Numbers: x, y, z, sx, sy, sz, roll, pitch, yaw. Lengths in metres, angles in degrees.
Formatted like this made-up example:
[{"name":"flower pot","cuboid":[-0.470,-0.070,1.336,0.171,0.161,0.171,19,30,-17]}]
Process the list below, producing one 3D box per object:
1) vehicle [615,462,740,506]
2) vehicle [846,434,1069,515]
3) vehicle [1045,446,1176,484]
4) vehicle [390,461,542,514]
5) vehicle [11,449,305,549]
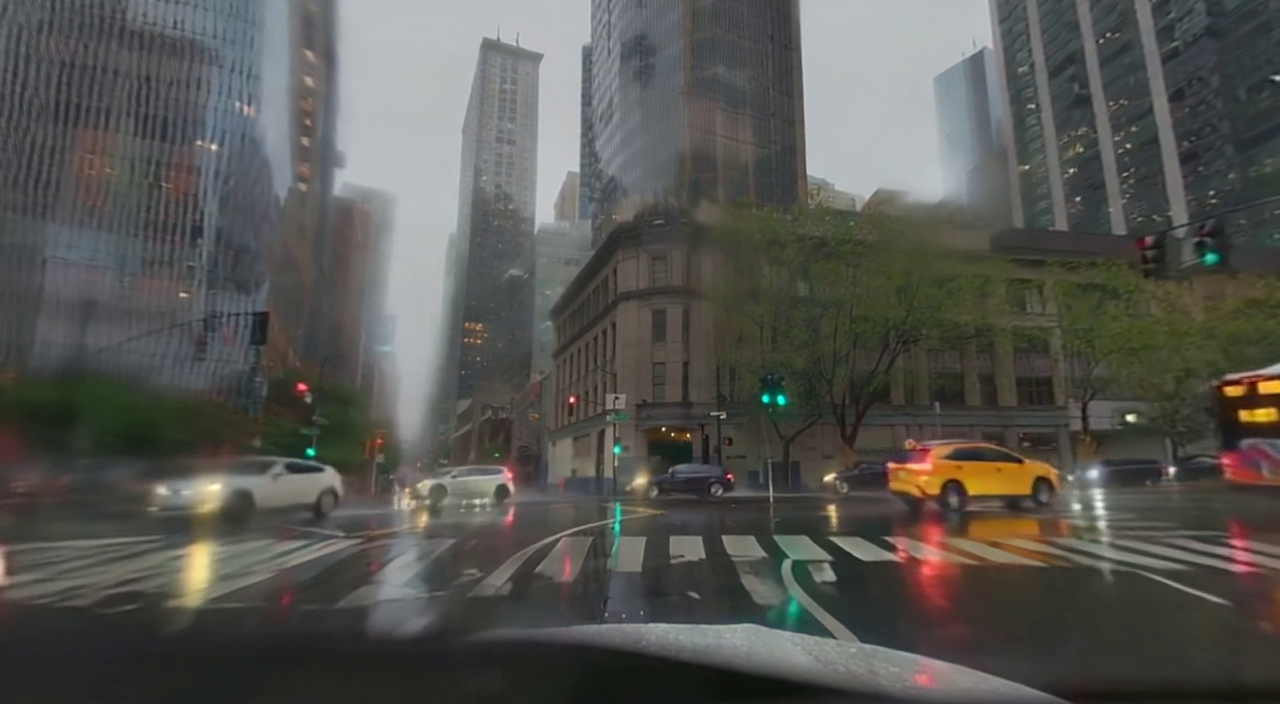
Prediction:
[{"name":"vehicle","cuboid":[1.405,4.988,24.098,4.371,1.439,1.818,3,-9,-20]},{"name":"vehicle","cuboid":[8.054,3.000,16.022,5.072,1.746,2.328,4,-9,-25]},{"name":"vehicle","cuboid":[20.928,5.013,28.190,4.291,1.606,1.859,0,-9,0]},{"name":"vehicle","cuboid":[-5.920,4.631,21.995,1.891,1.502,4.766,-8,-12,43]},{"name":"vehicle","cuboid":[-9.736,2.914,13.378,2.014,1.694,4.606,-2,-9,12]}]
